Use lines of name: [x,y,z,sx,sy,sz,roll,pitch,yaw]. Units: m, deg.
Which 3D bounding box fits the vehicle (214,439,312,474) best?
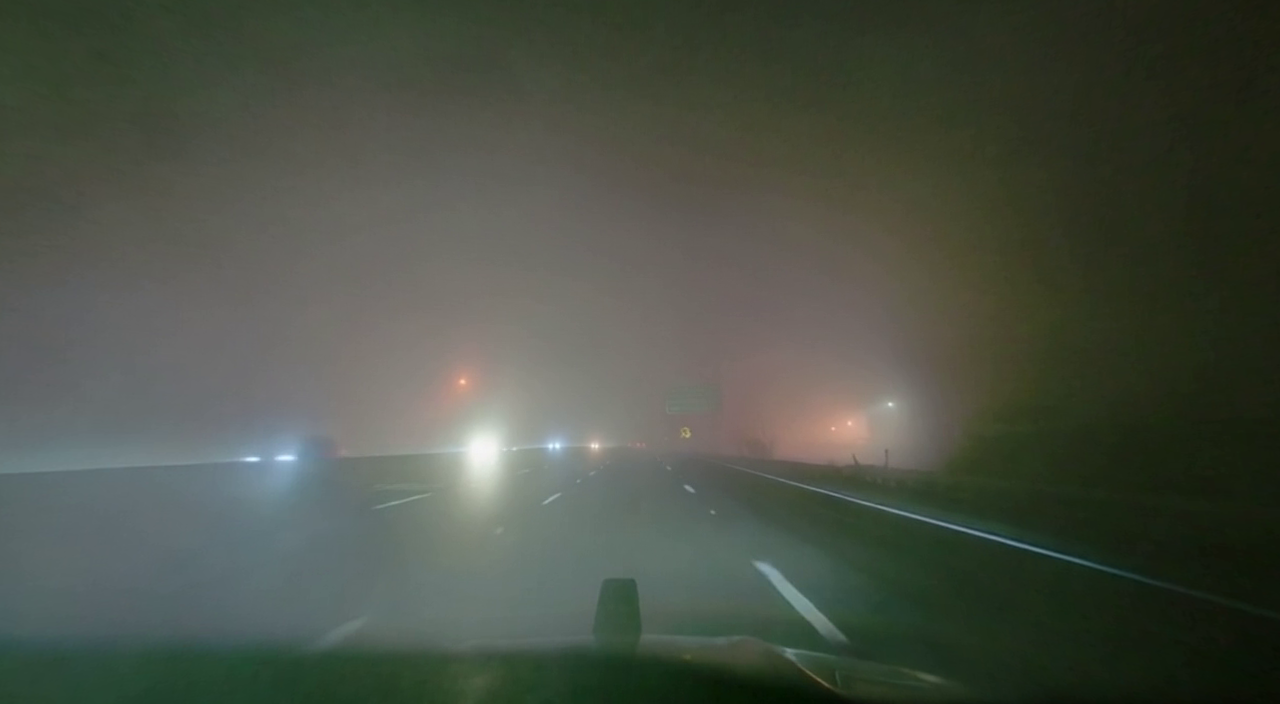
vehicle: [-18.142,5.014,30.647,2.024,1.517,4.444,0,-8,0]
